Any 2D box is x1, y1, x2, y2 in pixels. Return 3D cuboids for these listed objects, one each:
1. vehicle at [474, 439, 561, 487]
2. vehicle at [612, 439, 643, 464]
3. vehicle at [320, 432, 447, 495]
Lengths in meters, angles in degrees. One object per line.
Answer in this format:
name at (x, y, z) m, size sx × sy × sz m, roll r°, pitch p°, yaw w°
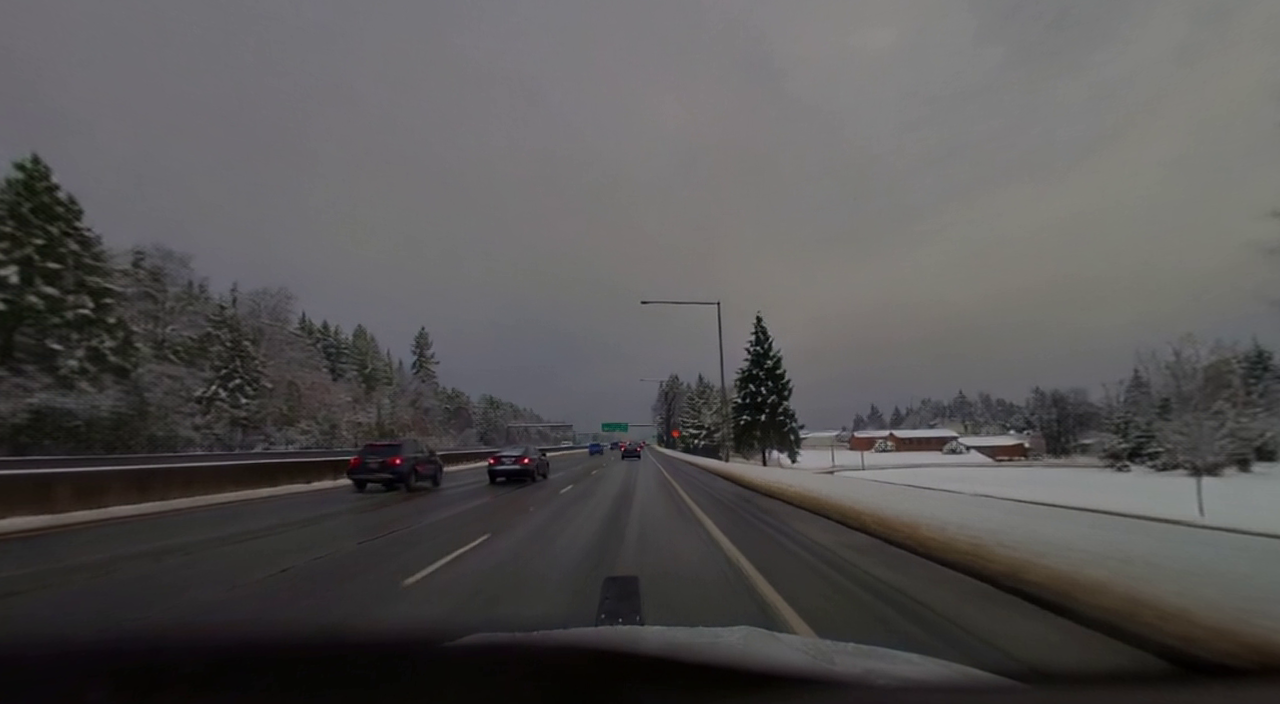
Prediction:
vehicle at (-4.351, 4.037, 23.271) m, size 2.102 × 1.562 × 4.884 m, roll 0°, pitch -9°, yaw 2°
vehicle at (-0.907, 7.492, 47.719) m, size 2.179 × 1.742 × 4.396 m, roll 0°, pitch -9°, yaw 0°
vehicle at (-8.162, 3.580, 20.671) m, size 2.091 × 1.795 × 4.617 m, roll 0°, pitch -9°, yaw 2°
